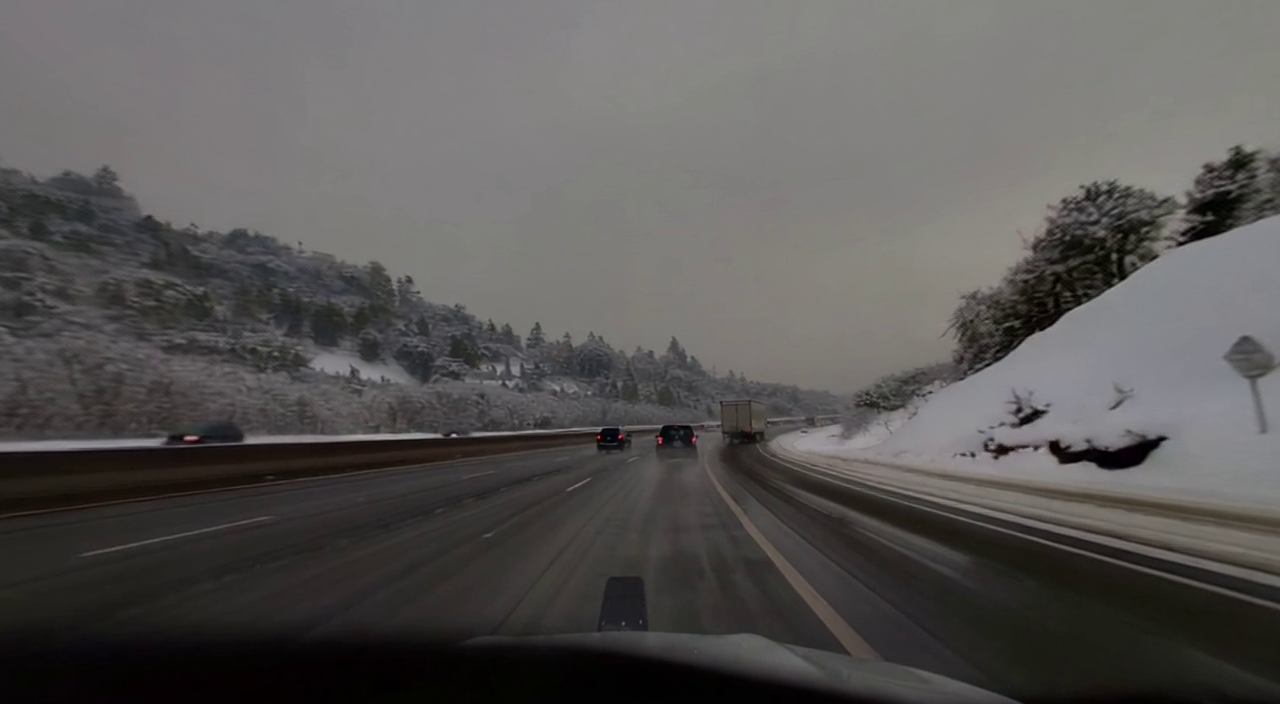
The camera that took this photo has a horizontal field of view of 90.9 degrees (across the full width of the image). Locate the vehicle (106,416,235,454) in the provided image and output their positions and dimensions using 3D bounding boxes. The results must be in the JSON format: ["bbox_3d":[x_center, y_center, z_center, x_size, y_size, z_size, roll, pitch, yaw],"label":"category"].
[{"bbox_3d":[-23.338,4.209,31.689,2.019,1.717,5.356,-1,-8,6],"label":"vehicle"}]

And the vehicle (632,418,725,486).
[{"bbox_3d":[1.151,3.049,19.384,2.484,1.820,4.497,-1,-8,3],"label":"vehicle"}]

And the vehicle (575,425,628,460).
[{"bbox_3d":[-2.003,4.891,34.127,2.077,1.712,4.406,-1,-8,7],"label":"vehicle"}]
